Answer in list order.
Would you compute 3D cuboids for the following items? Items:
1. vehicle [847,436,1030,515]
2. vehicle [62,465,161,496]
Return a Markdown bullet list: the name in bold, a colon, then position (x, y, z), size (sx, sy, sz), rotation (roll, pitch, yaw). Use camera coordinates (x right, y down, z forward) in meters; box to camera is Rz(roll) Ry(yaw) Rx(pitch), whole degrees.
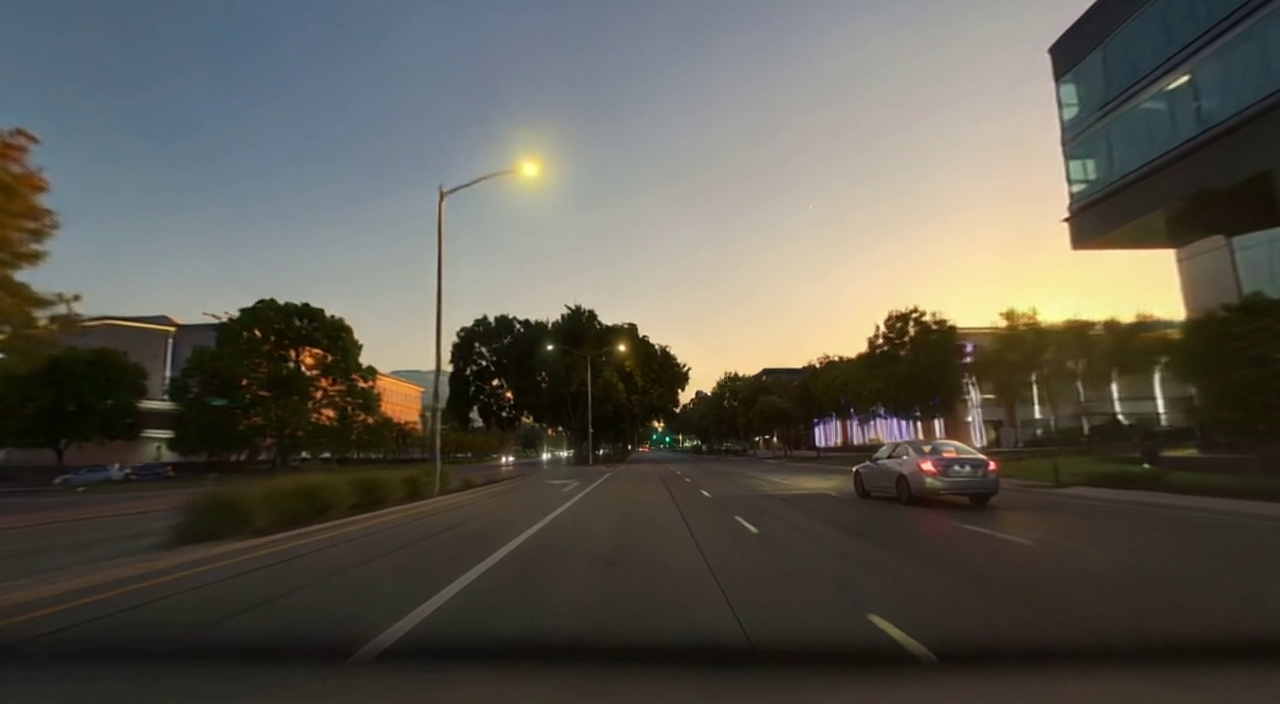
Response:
- **vehicle**: position (6.613, 2.767, 14.737), size (1.913, 1.504, 4.738), rotation (0, -9, 0)
- **vehicle**: position (-32.703, 7.913, 39.181), size (1.990, 1.595, 4.310), rotation (-8, -11, 40)
